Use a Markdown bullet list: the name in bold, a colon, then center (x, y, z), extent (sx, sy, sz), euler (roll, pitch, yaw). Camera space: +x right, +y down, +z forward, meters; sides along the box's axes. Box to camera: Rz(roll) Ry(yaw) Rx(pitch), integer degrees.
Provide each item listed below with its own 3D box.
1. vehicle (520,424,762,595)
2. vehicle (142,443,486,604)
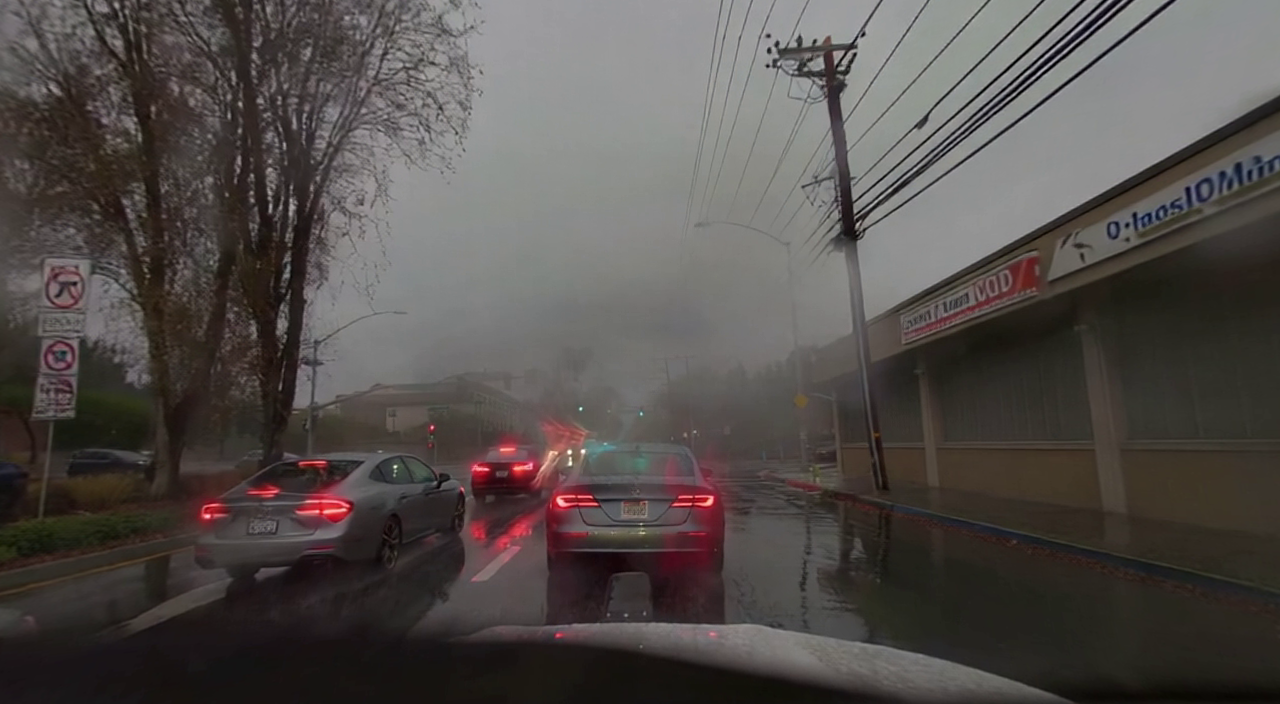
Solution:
- **vehicle**: center (-0.001, 1.674, 7.540), extent (2.101, 1.469, 3.955), euler (0, -9, 0)
- **vehicle**: center (-3.227, 1.737, 7.330), extent (1.765, 1.319, 4.013), euler (0, -9, 2)
